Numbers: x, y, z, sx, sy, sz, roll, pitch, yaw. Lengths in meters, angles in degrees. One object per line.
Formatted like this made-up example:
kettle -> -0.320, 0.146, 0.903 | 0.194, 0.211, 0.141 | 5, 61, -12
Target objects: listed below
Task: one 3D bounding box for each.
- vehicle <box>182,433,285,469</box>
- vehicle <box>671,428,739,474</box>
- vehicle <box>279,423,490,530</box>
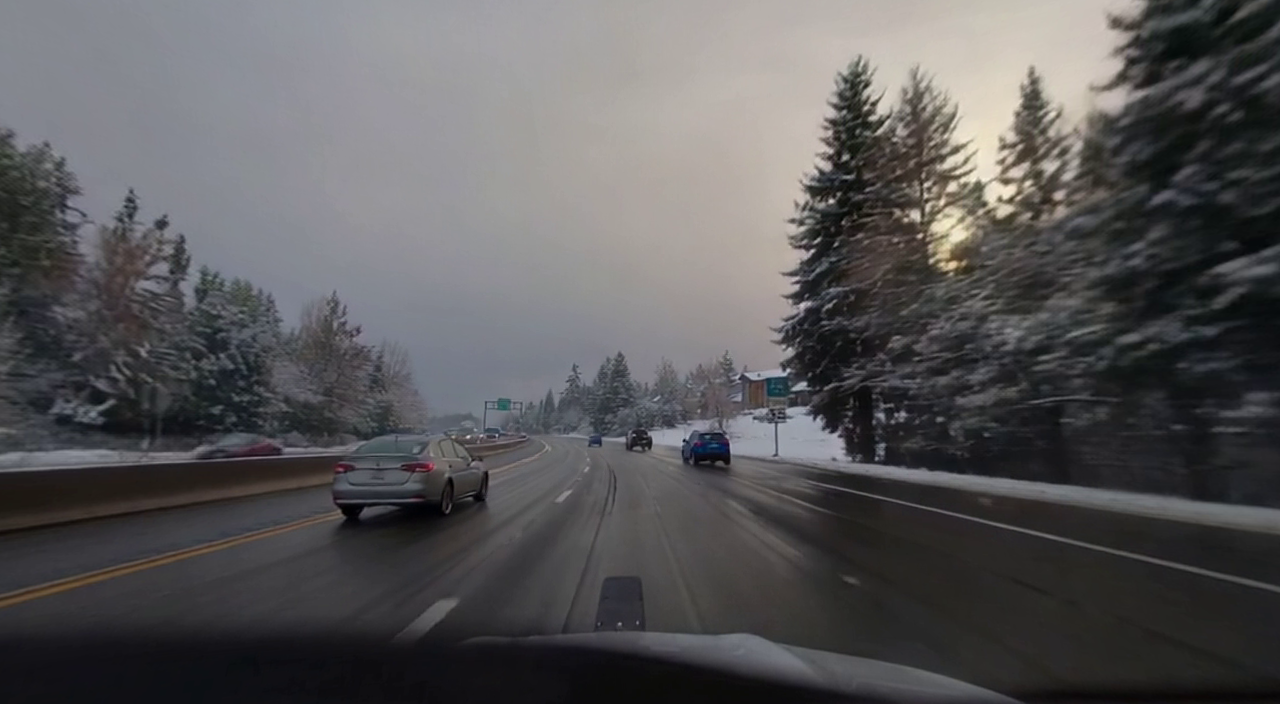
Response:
vehicle -> -17.686, 4.330, 27.632 | 1.910, 1.461, 3.908 | 0, -8, 0
vehicle -> 2.528, 3.966, 25.476 | 2.092, 1.686, 4.188 | 0, -8, -3
vehicle -> -4.268, 2.146, 11.462 | 2.036, 1.528, 4.400 | 0, -8, -1
